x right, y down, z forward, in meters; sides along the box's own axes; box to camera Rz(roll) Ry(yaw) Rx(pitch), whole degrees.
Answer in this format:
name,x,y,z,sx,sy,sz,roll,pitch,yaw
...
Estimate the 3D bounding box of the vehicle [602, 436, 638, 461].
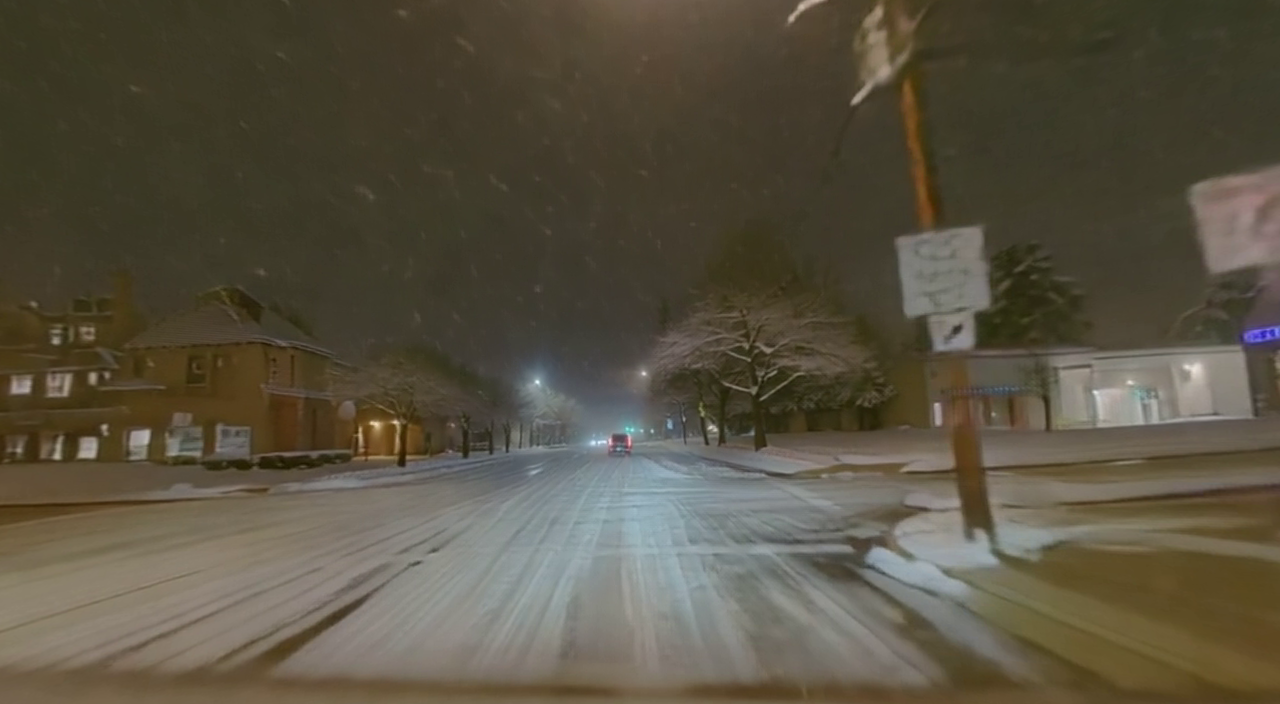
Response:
name,x,y,z,sx,sy,sz,roll,pitch,yaw
vehicle,-1.228,5.909,39.001,2.131,1.474,4.146,0,-8,-2
